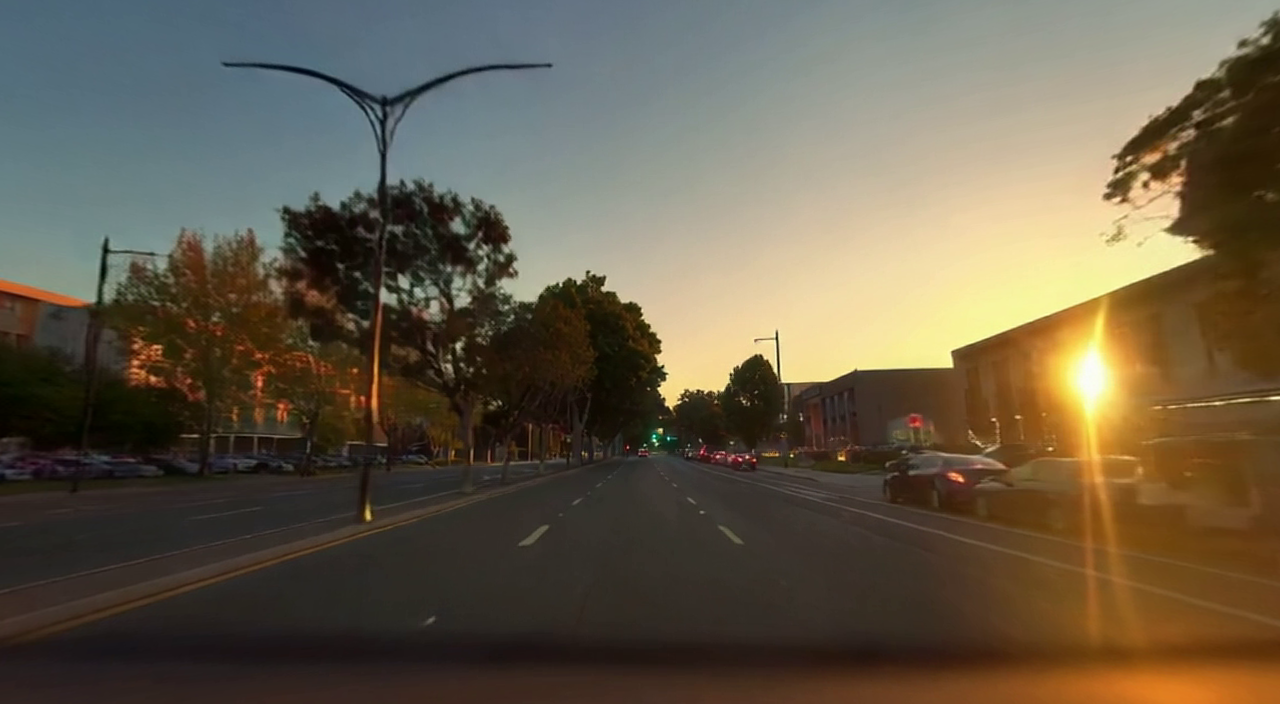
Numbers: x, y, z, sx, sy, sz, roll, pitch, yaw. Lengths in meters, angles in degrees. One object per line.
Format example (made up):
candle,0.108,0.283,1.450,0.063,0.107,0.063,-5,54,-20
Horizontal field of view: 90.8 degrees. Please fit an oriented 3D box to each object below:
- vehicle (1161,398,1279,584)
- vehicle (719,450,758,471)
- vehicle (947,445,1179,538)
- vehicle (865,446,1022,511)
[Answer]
vehicle,7.593,1.272,5.488,2.152,1.869,4.476,0,-8,-2
vehicle,7.522,8.352,48.908,2.066,1.451,4.783,0,-8,-2
vehicle,7.749,2.531,12.136,1.714,1.439,4.020,0,-8,1
vehicle,7.853,3.275,16.925,1.913,1.465,4.446,0,-8,-1
